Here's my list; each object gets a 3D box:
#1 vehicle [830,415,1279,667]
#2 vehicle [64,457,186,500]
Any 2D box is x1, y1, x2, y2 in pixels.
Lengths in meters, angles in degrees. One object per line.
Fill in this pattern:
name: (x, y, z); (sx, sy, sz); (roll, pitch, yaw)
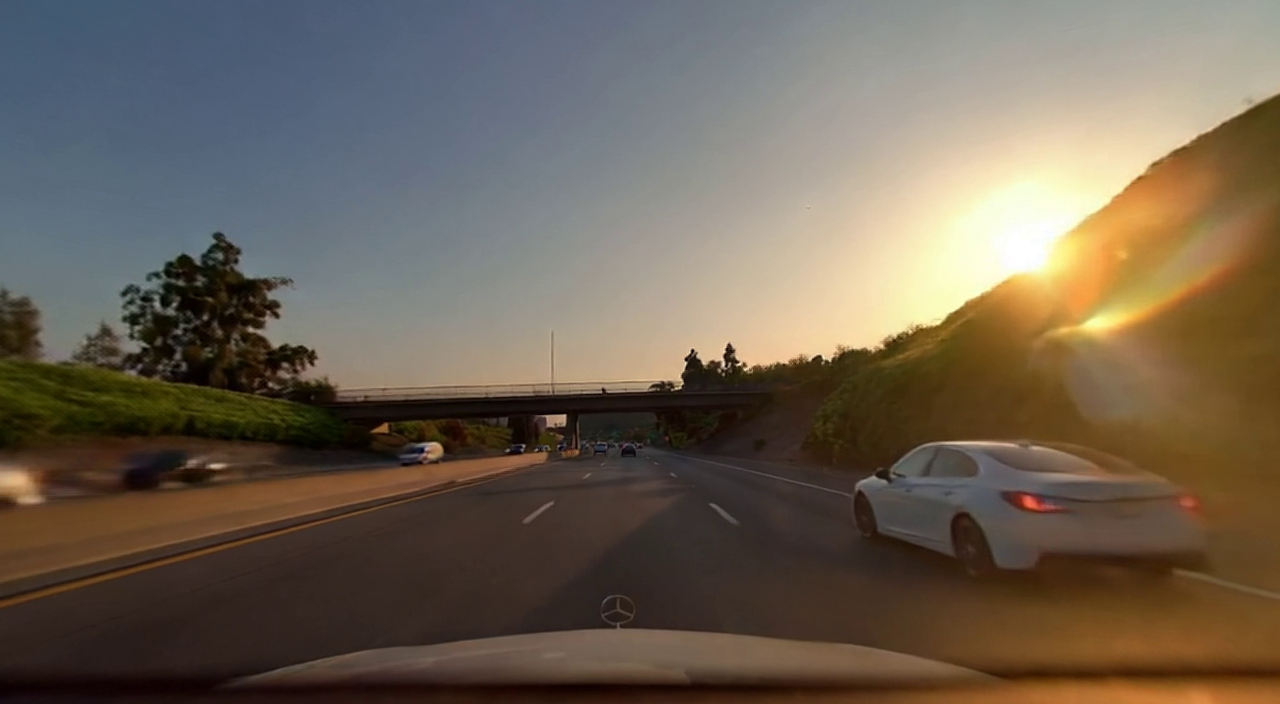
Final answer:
vehicle: (3.568, 1.438, 6.017); (2.079, 1.515, 4.196); (0, -8, -2)
vehicle: (-19.882, 4.845, 24.558); (1.654, 1.412, 3.751); (0, -8, -1)
